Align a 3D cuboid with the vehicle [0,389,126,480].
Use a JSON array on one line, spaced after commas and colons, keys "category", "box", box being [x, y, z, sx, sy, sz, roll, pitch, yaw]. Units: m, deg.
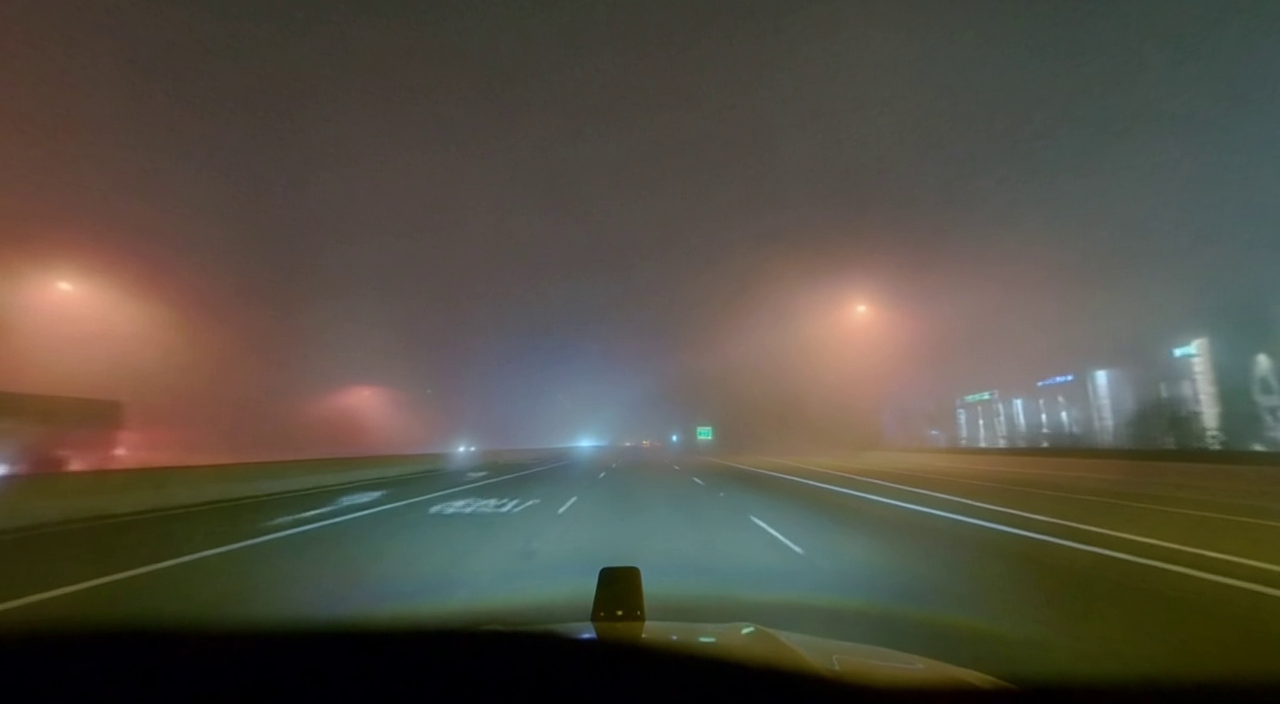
[{"category": "vehicle", "box": [-31.183, 3.632, 27.863, 2.946, 4.172, 16.350, 0, -9, 1]}]
